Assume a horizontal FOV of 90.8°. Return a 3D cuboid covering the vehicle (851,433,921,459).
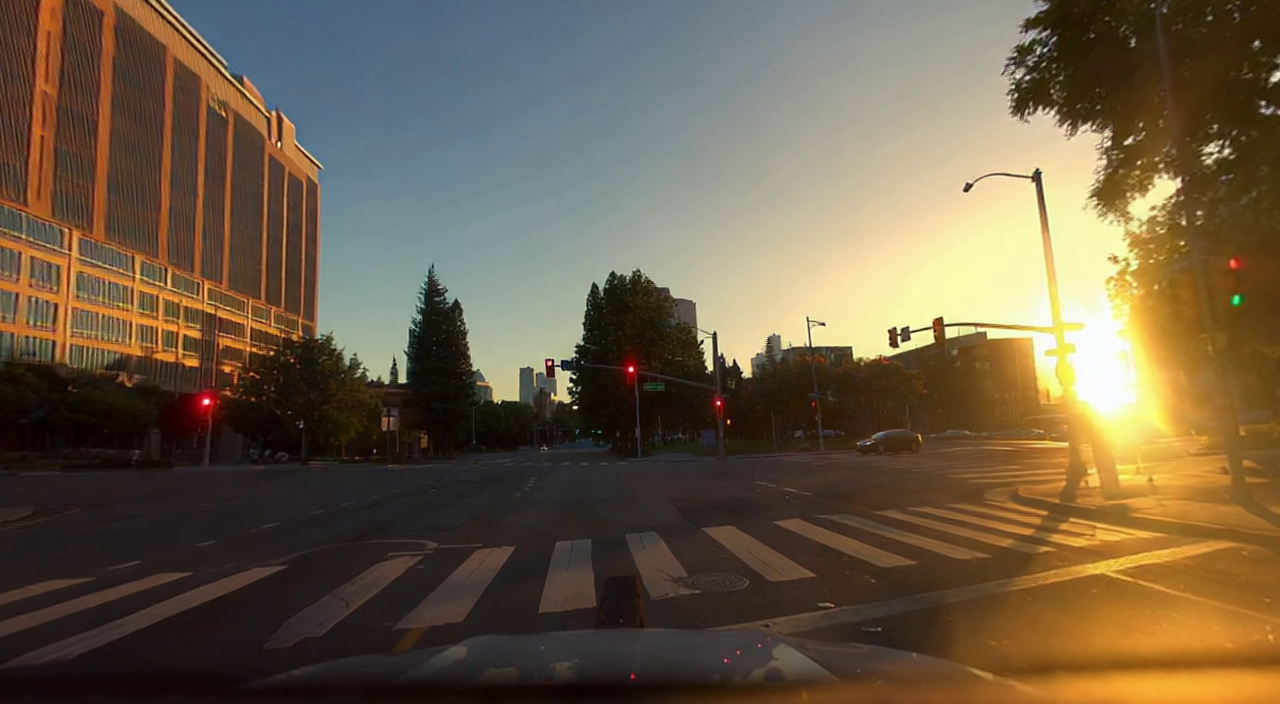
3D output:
[{"bbox_3d":[17.632,6.747,45.235,4.600,1.783,1.970,4,-10,-26],"label":"vehicle"}]
